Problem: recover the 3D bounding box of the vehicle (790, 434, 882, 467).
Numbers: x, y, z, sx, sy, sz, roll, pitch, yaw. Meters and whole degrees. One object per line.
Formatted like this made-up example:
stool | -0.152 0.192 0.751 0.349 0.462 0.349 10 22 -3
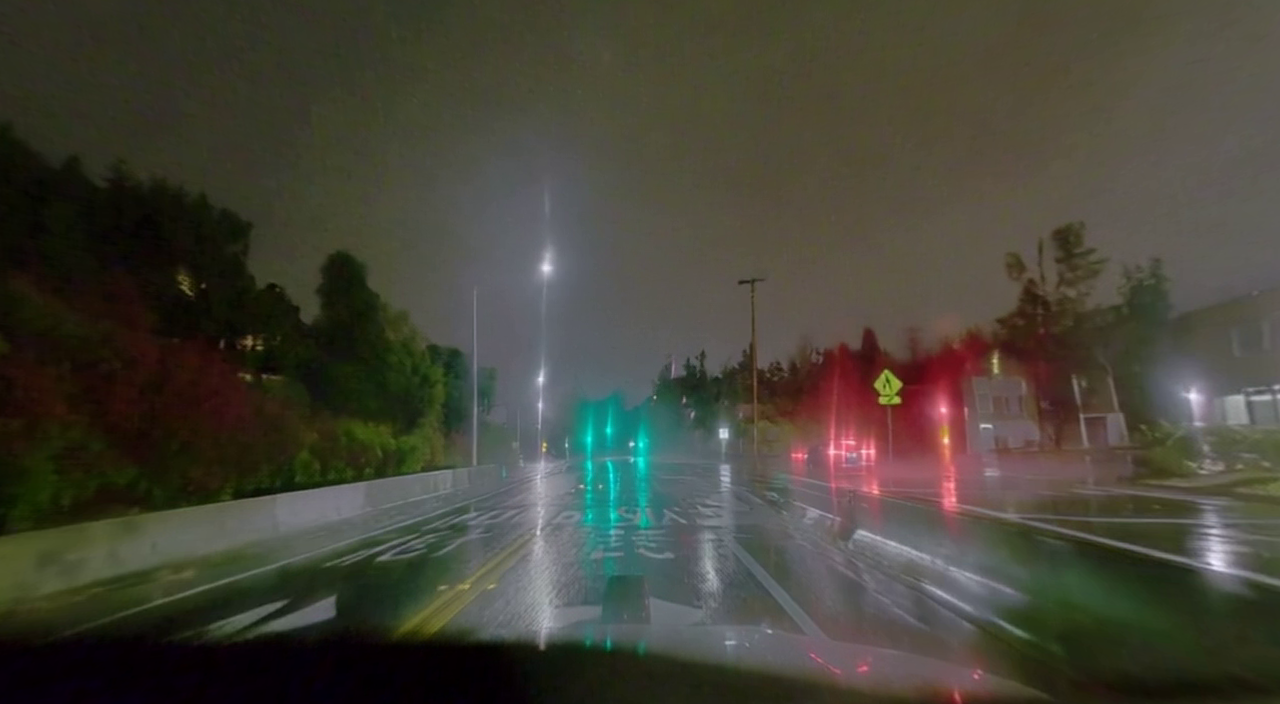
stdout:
vehicle | 10.986 5.567 35.593 4.614 1.764 1.860 -1 -8 6
